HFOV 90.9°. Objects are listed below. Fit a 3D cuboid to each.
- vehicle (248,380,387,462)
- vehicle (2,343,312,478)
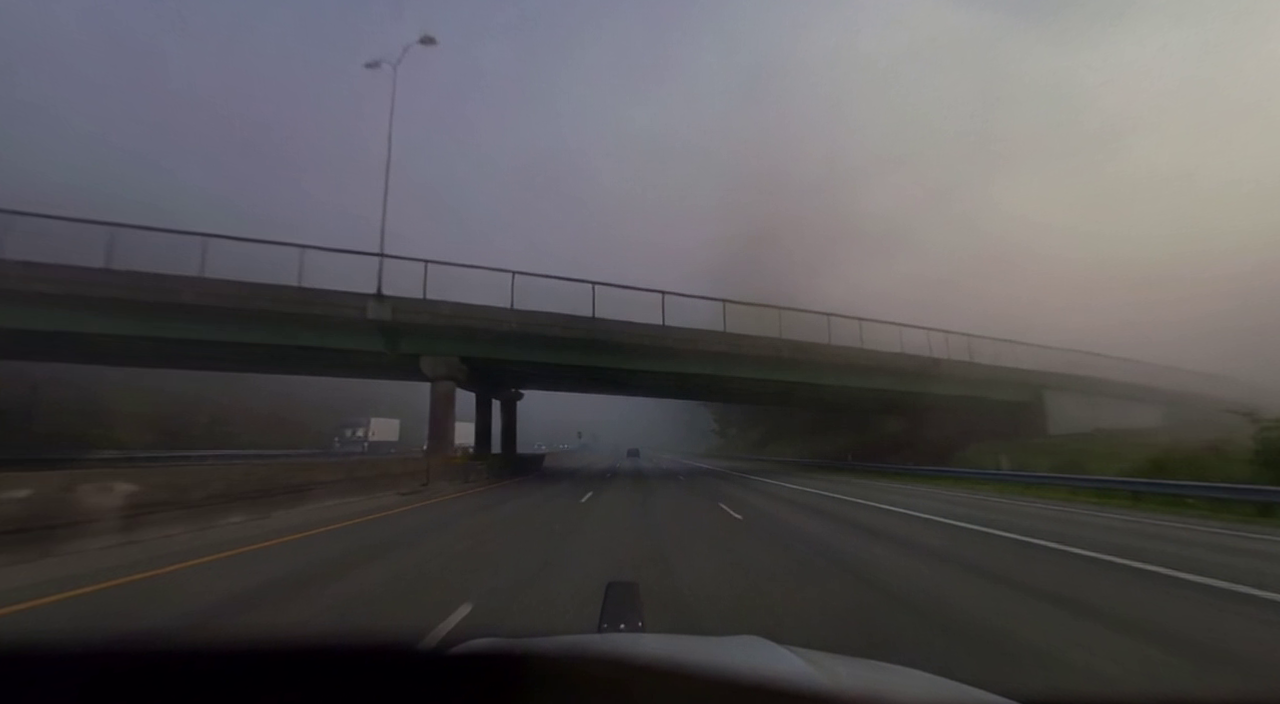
[{"bbox_3d":[-16.163,3.731,32.507,2.839,3.741,7.952,0,-9,0],"label":"vehicle"},{"bbox_3d":[-16.101,2.394,22.690,2.985,3.790,10.161,0,-9,0],"label":"vehicle"}]
